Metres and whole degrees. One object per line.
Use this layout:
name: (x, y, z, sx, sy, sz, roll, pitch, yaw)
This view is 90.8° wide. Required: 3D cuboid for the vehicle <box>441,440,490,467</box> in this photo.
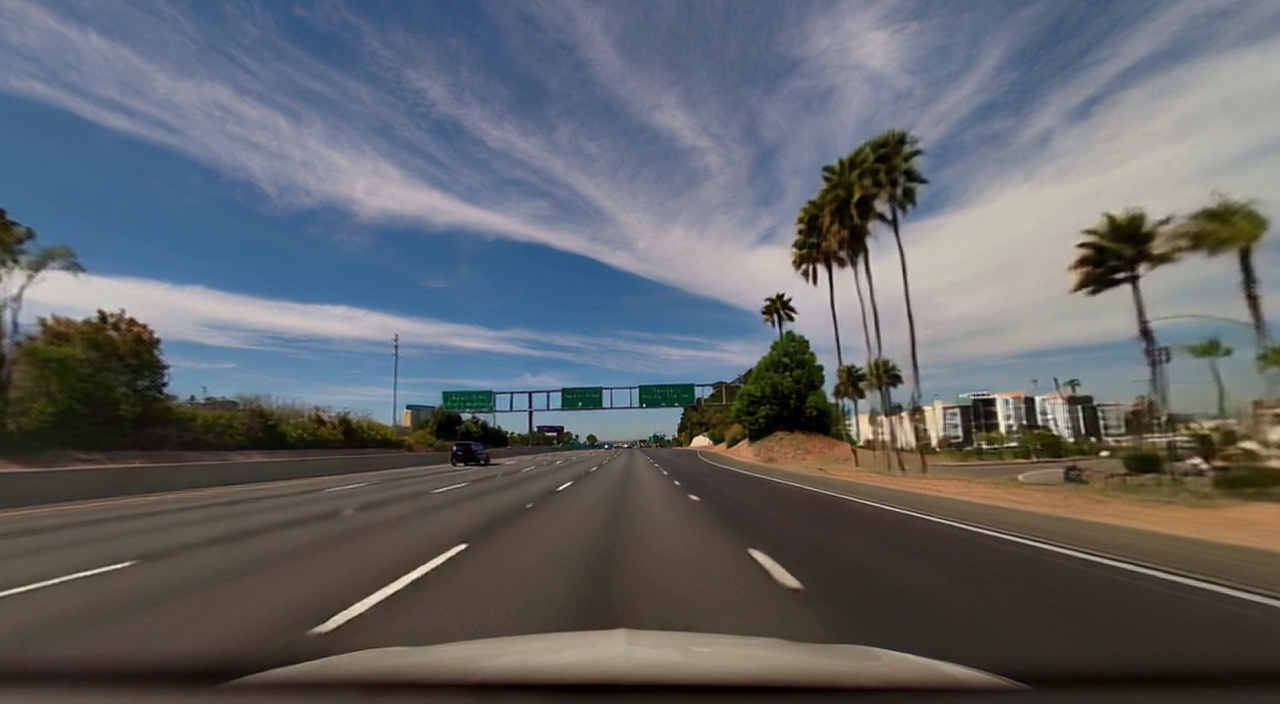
vehicle: (-11.882, 6.946, 43.293, 2.016, 1.754, 4.543, 0, -8, 0)
